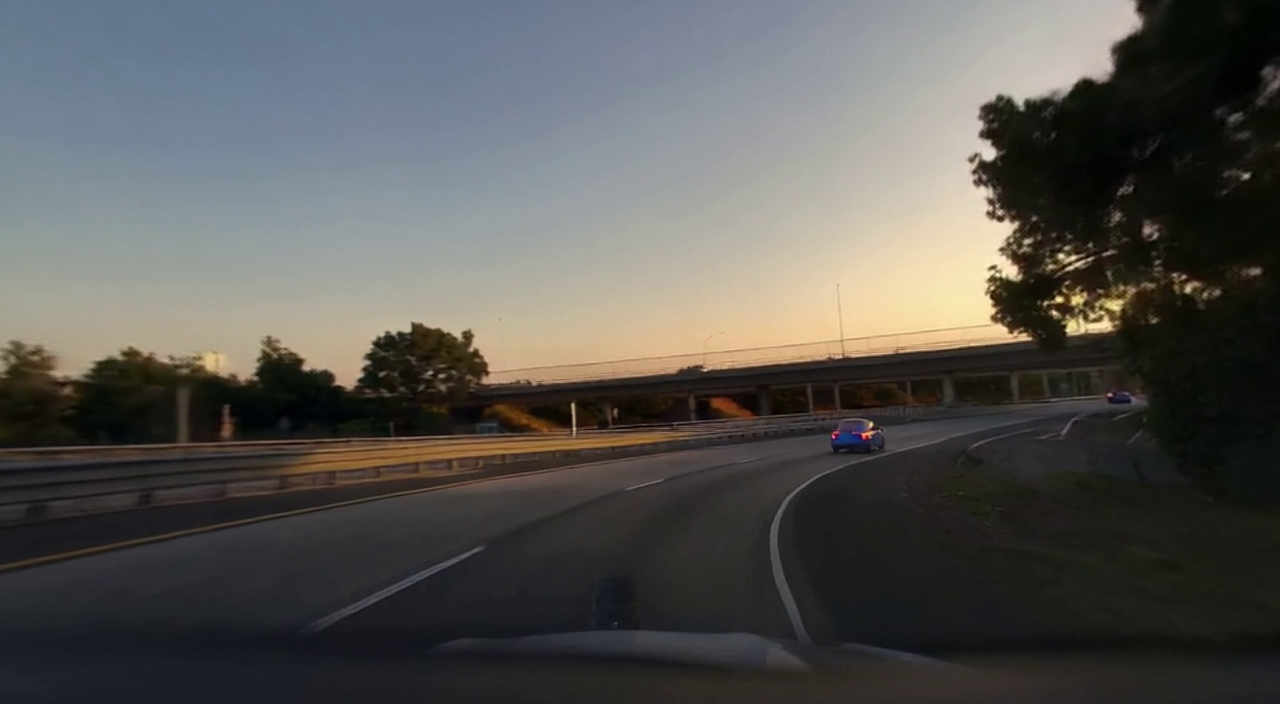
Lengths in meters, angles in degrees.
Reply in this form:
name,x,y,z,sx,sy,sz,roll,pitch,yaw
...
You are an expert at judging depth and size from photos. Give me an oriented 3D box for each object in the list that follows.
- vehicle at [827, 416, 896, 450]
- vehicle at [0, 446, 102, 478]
name,x,y,z,sx,sy,sz,roll,pitch,yaw
vehicle,10.446,3.774,29.537,2.028,1.440,3.970,-2,-7,35
vehicle,-31.374,5.792,33.417,4.119,1.500,1.767,6,-10,-41
